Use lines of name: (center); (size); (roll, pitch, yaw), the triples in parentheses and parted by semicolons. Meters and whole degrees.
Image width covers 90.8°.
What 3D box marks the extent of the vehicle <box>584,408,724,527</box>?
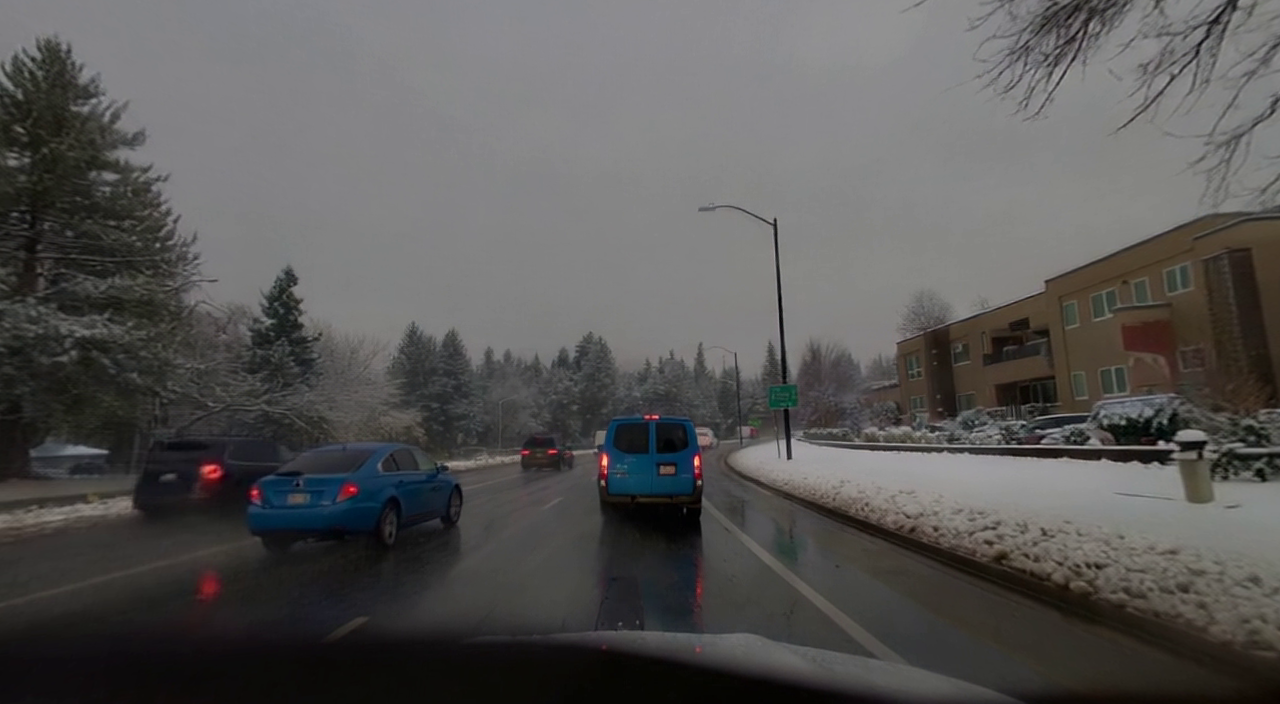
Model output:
vehicle: (0.298, 2.120, 12.009); (2.173, 1.830, 4.189); (0, -9, 2)

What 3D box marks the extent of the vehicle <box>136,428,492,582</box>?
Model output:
vehicle: (-3.744, 1.836, 8.567); (1.991, 1.459, 4.813); (-1, -9, 4)

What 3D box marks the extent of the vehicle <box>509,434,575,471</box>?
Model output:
vehicle: (-4.866, 5.096, 32.171); (2.116, 1.714, 4.757); (-1, -9, 7)
